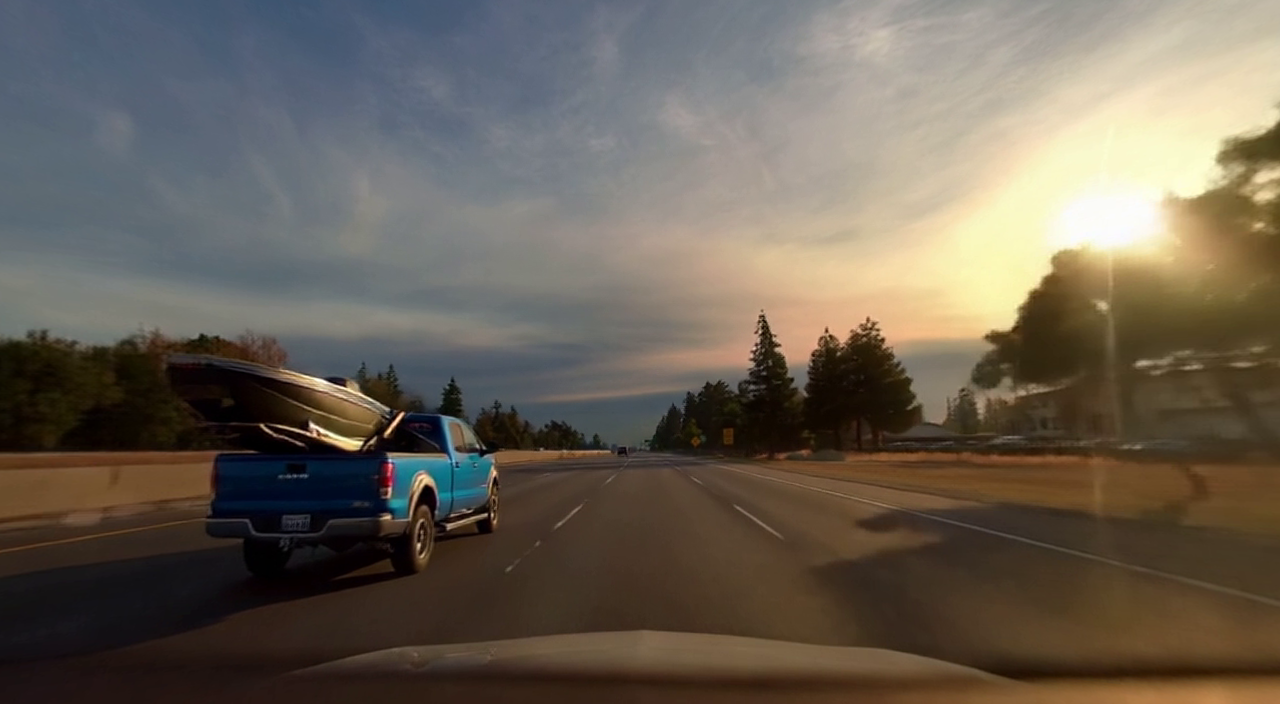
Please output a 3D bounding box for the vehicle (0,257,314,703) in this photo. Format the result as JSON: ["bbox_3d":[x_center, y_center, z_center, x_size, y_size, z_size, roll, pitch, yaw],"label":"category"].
[{"bbox_3d":[-3.031,0.528,1.081,1.919,1.935,5.609,0,-8,0],"label":"vehicle"}]
